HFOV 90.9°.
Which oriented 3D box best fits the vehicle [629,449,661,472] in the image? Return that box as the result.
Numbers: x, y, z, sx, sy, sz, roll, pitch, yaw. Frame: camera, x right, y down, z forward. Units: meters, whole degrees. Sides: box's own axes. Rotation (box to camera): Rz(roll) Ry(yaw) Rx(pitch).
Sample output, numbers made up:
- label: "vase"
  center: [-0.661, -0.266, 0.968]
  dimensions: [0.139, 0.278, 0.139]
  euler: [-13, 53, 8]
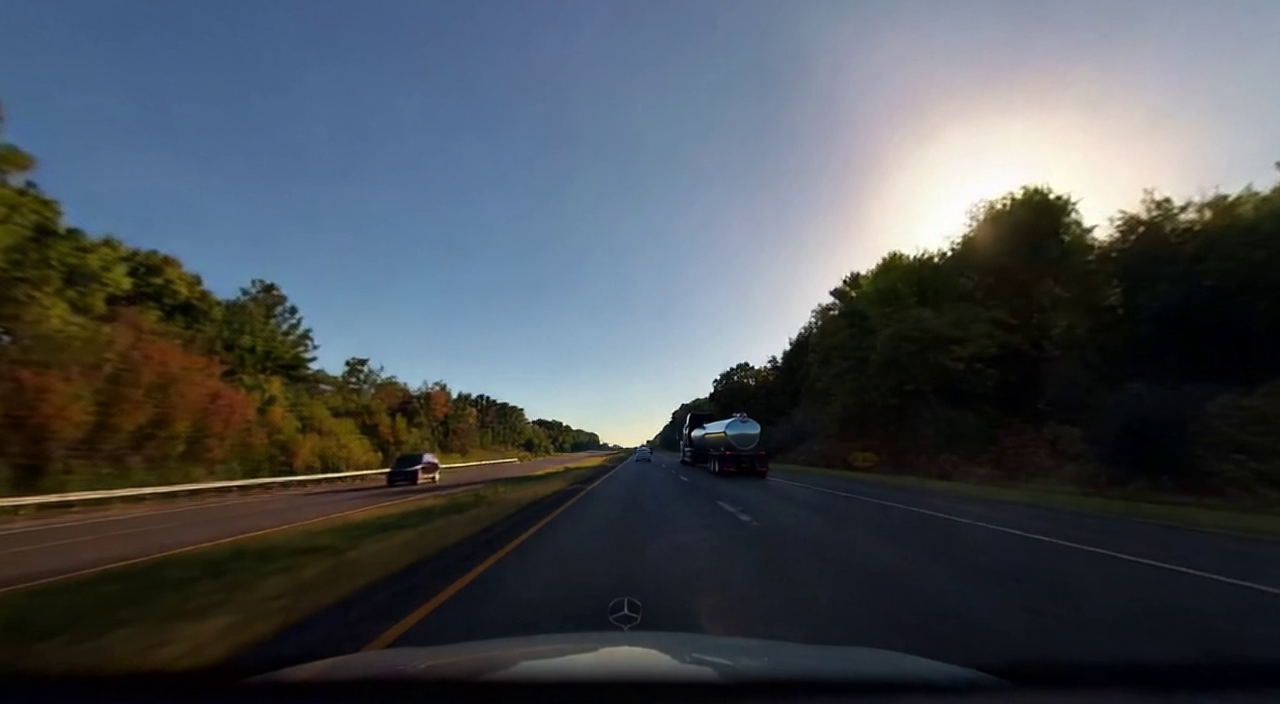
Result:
- label: "vehicle"
  center: [0.282, 6.875, 40.072]
  dimensions: [1.926, 1.386, 3.615]
  euler: [0, -9, 0]

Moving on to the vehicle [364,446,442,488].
- label: "vehicle"
  center: [-12.096, 5.890, 32.563]
  dimensions: [2.050, 1.959, 4.928]
  euler: [0, -9, 0]

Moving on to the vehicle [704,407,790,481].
- label: "vehicle"
  center: [4.791, 4.374, 29.796]
  dimensions: [2.718, 3.034, 7.395]
  euler: [0, -9, 0]
